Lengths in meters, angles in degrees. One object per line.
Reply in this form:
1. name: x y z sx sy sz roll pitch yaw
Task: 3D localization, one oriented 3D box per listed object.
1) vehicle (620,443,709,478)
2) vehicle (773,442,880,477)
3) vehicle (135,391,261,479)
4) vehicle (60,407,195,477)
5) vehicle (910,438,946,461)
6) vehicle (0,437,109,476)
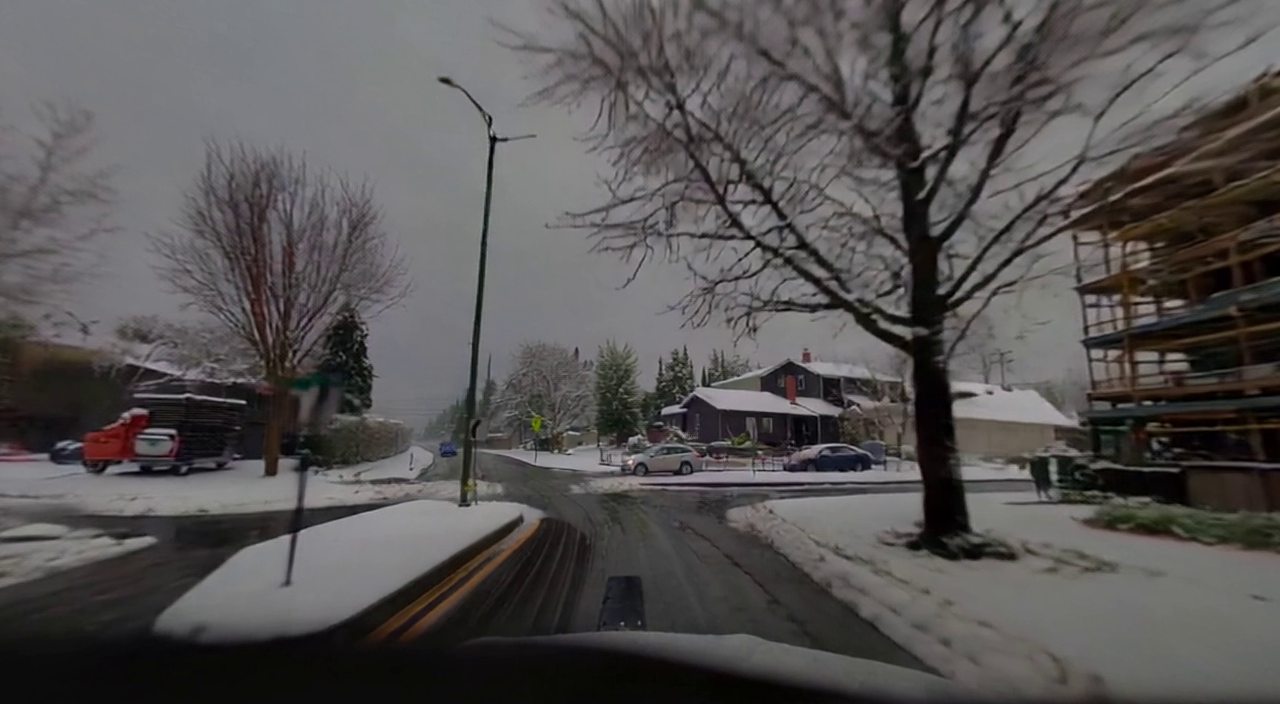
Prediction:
1. vehicle: 1.072 4.979 29.065 3.772 1.531 1.949 1 -9 -10
2. vehicle: 8.703 5.063 29.692 4.378 1.543 2.080 0 -9 0
3. vehicle: -19.995 3.733 28.939 2.438 3.594 5.582 2 -6 -10
4. vehicle: -22.703 4.058 28.267 2.207 2.862 4.908 1 -9 -8
5. vehicle: 20.074 6.797 44.015 1.825 1.482 4.073 -3 -9 18
6. vehicle: -25.215 4.497 27.284 1.735 1.534 3.621 1 -9 -11
